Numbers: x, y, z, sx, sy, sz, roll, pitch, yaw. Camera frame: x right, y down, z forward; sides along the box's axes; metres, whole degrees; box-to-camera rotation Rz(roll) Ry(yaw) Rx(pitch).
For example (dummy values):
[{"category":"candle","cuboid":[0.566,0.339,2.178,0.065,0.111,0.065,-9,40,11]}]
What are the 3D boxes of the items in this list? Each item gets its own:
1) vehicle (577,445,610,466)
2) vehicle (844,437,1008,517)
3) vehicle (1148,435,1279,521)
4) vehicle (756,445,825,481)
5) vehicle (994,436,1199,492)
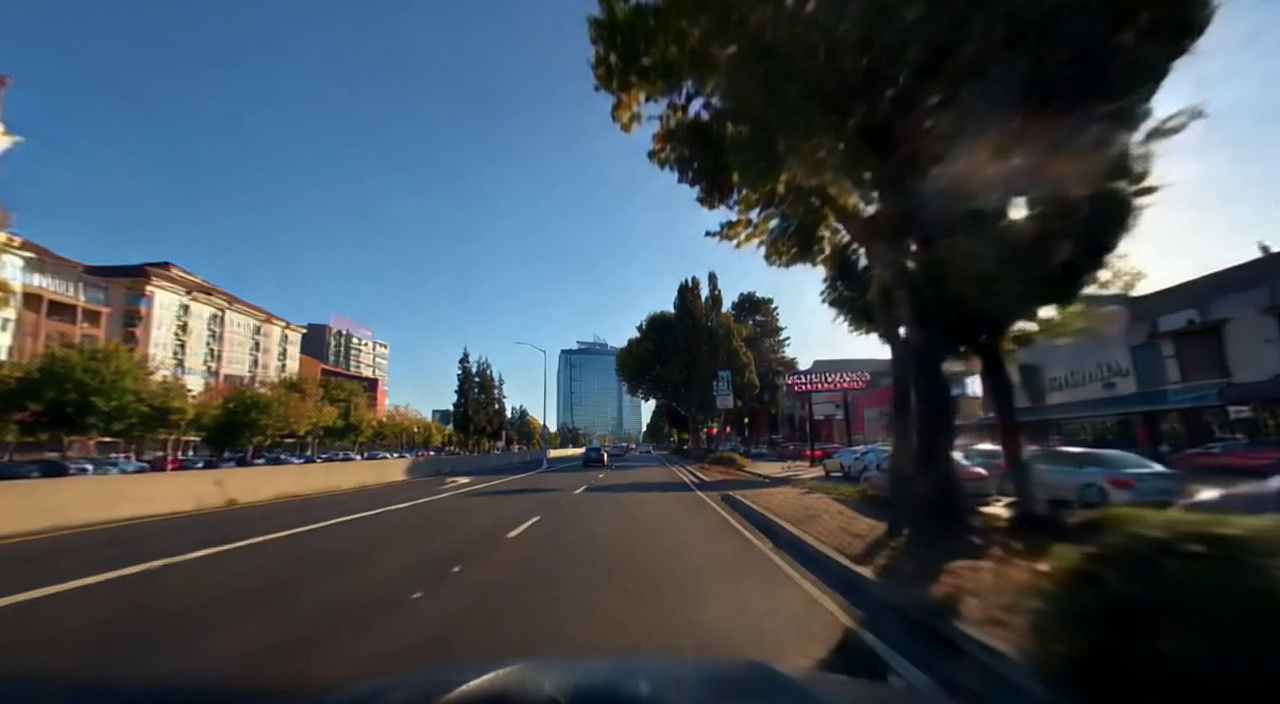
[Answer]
[{"category":"vehicle","cuboid":[-3.292,7.415,45.255,2.005,1.446,4.265,0,-8,1]},{"category":"vehicle","cuboid":[6.572,2.886,15.095,1.934,1.641,4.117,0,-8,0]},{"category":"vehicle","cuboid":[12.599,2.360,12.019,4.119,1.501,1.809,0,-8,3]},{"category":"vehicle","cuboid":[6.751,5.022,28.877,1.869,1.516,4.767,0,-8,-1]},{"category":"vehicle","cuboid":[12.776,3.144,17.848,4.357,1.463,1.915,1,-9,-4]}]
